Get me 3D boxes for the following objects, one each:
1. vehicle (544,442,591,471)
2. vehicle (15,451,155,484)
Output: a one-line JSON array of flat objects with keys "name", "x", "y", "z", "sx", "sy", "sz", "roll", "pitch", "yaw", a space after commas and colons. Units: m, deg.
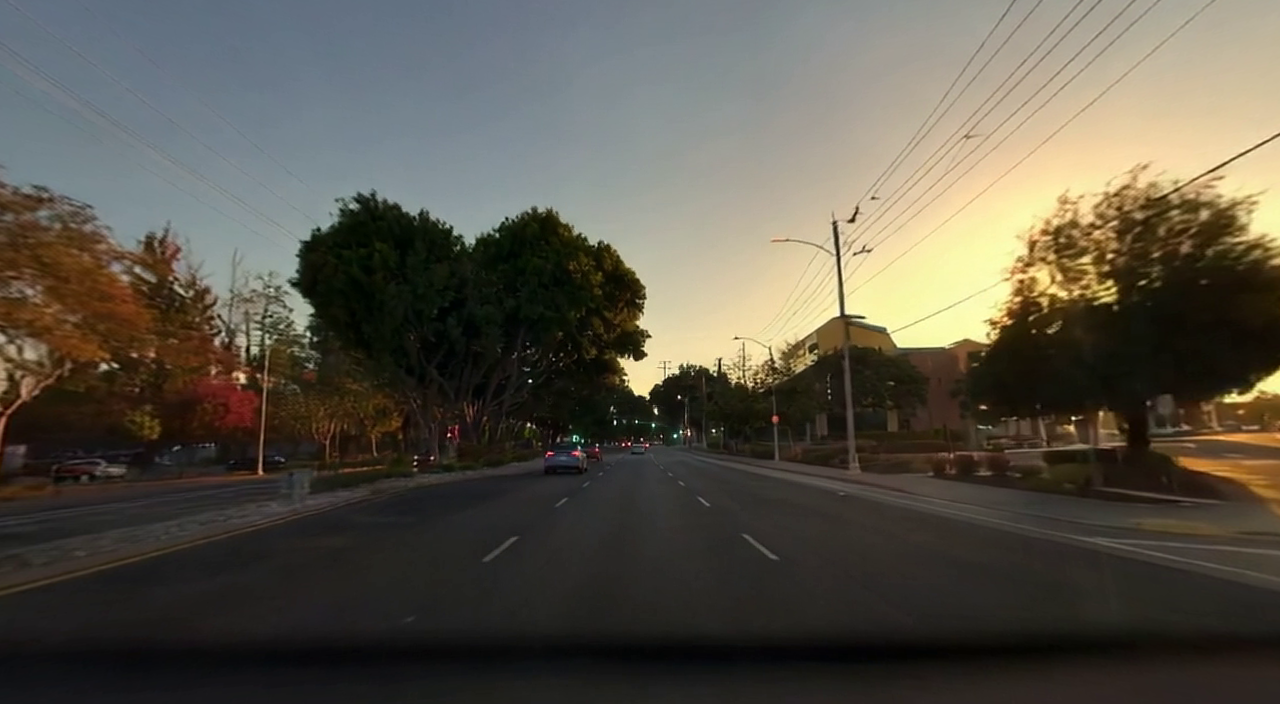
[{"name": "vehicle", "x": -3.938, "y": 5.748, "z": 34.814, "sx": 2.076, "sy": 1.444, "sz": 4.328, "roll": 0, "pitch": -9, "yaw": 0}, {"name": "vehicle", "x": -33.945, "y": 7.064, "z": 38.647, "sx": 6.134, "sy": 1.918, "sz": 2.296, "roll": 0, "pitch": -9, "yaw": -4}]
